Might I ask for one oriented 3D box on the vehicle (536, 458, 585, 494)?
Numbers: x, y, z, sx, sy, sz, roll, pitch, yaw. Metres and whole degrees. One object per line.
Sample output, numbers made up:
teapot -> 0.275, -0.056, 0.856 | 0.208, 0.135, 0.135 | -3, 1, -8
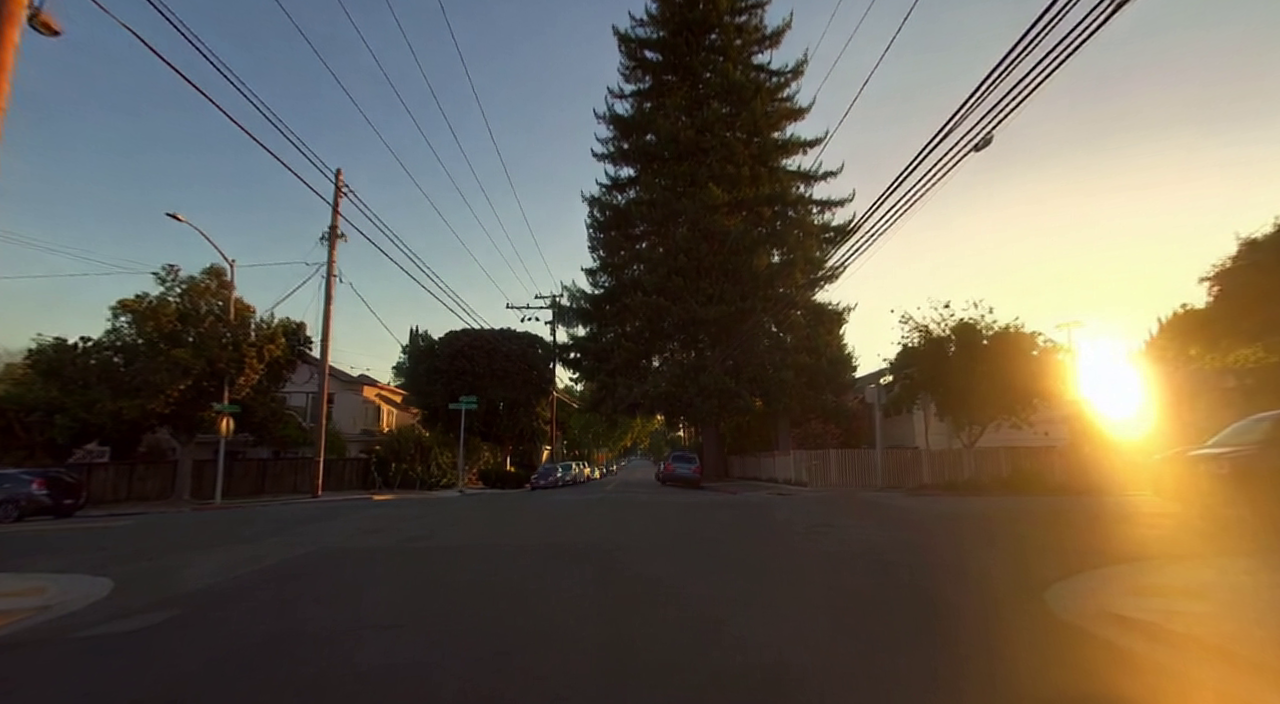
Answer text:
vehicle -> -4.298, 6.796, 34.987 | 2.189, 1.771, 4.571 | 0, -9, -1

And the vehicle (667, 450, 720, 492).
vehicle -> 2.571, 5.850, 31.443 | 2.051, 1.874, 4.459 | 0, -8, -3

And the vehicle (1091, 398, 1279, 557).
vehicle -> 9.678, 1.690, 8.947 | 4.677, 1.949, 2.334 | -1, -8, 3
